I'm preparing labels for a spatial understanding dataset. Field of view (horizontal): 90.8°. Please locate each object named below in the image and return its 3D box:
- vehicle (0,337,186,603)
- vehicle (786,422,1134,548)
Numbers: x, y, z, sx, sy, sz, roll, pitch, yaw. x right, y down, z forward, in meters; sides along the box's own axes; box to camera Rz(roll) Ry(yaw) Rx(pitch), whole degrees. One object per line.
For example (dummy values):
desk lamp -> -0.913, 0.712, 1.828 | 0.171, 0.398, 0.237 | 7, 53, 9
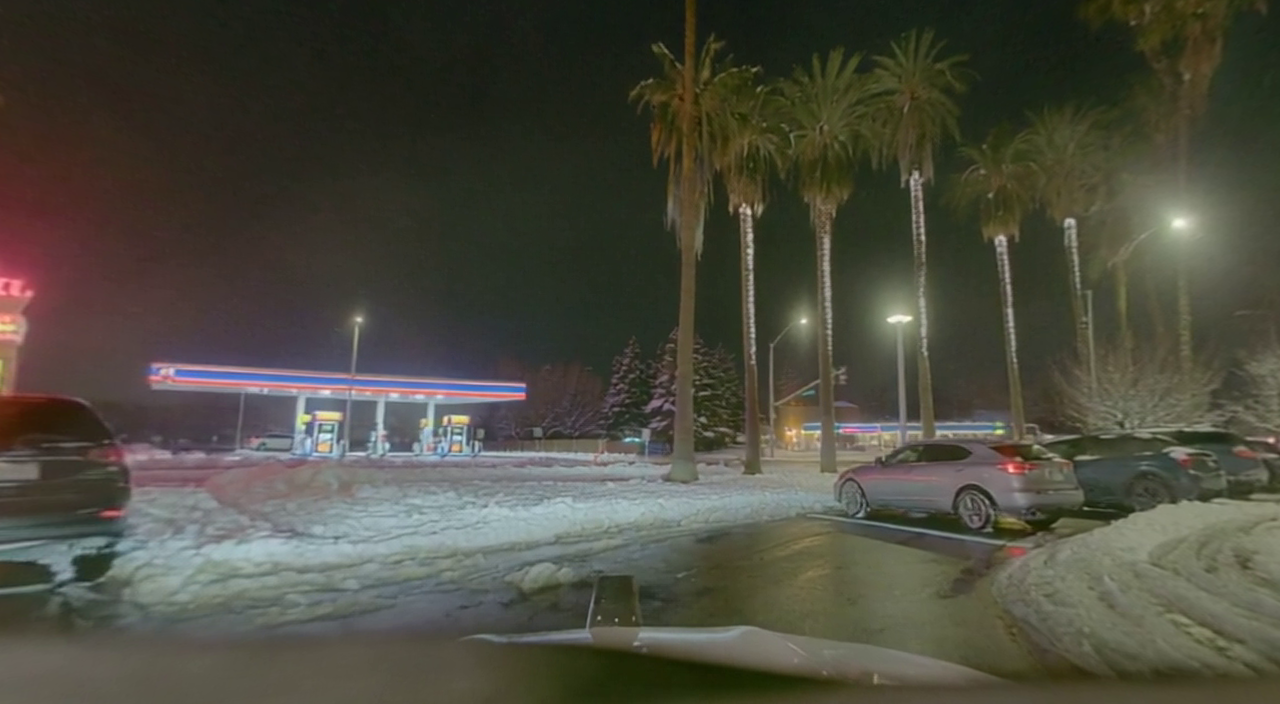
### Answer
vehicle -> -7.283, 1.054, 6.149 | 5.855, 1.950, 2.445 | -5, -10, 32
vehicle -> 4.674, 1.973, 10.098 | 1.937, 1.490, 4.564 | 5, -10, -29
